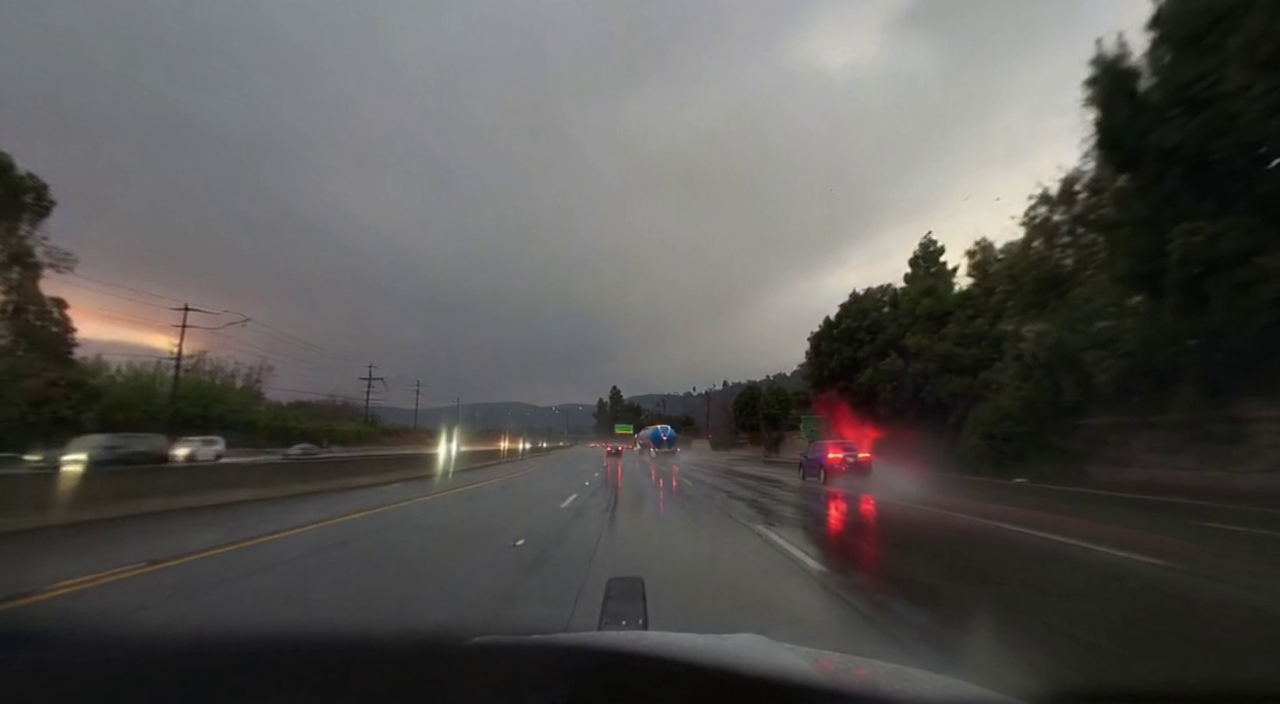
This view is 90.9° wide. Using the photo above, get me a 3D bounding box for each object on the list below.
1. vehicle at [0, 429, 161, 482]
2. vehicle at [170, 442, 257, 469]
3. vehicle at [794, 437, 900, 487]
[{"bbox_3d":[-21.411,3.959,24.318,2.046,1.806,4.883,0,-8,-1],"label":"vehicle"},{"bbox_3d":[-25.347,6.162,37.711,2.173,1.484,4.570,0,-8,-2],"label":"vehicle"},{"bbox_3d":[6.806,3.656,21.358,1.905,1.480,4.624,0,-8,-2],"label":"vehicle"}]
